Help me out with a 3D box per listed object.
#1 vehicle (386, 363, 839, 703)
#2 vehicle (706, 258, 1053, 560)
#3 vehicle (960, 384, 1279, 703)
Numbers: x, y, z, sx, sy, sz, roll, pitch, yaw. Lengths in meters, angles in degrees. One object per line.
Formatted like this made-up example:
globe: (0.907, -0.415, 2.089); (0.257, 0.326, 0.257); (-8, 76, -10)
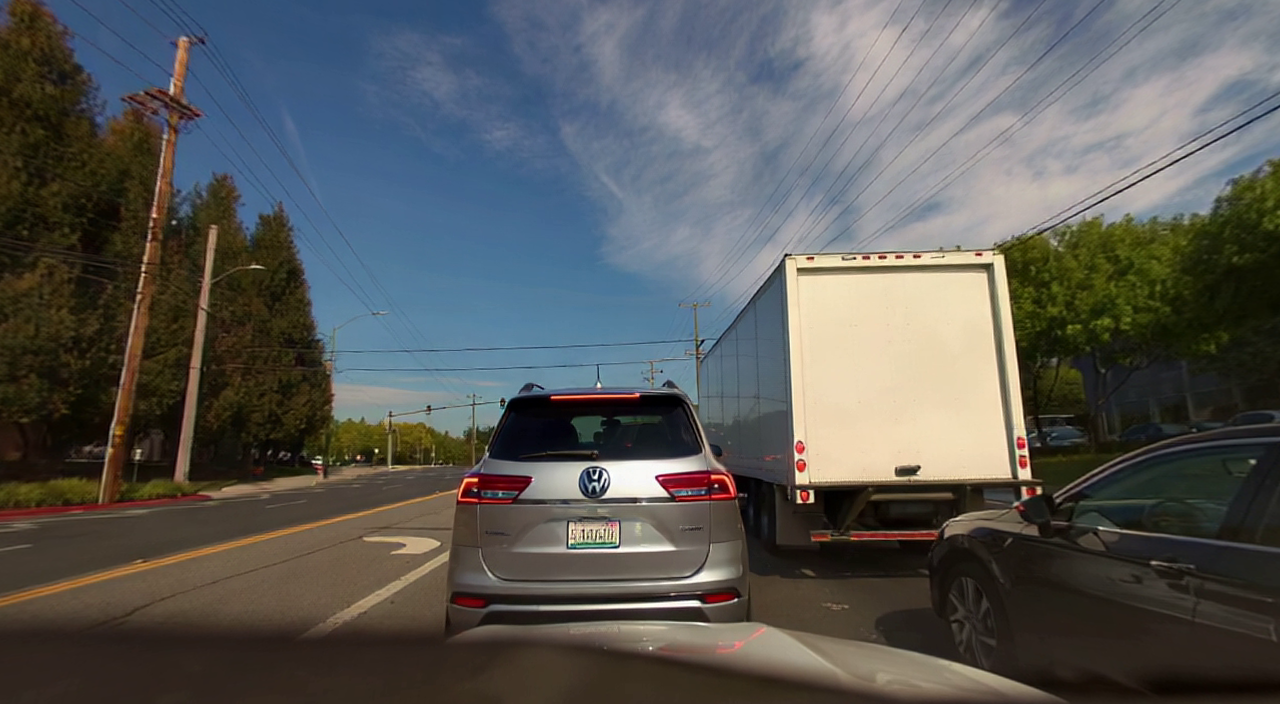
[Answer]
vehicle: (-0.125, 1.228, 5.138); (2.114, 1.732, 4.230); (0, -8, 0)
vehicle: (3.229, 1.259, 11.833); (2.915, 3.559, 8.848); (0, -8, 0)
vehicle: (2.821, 0.747, 1.188); (1.971, 1.484, 4.728); (0, -8, 0)
